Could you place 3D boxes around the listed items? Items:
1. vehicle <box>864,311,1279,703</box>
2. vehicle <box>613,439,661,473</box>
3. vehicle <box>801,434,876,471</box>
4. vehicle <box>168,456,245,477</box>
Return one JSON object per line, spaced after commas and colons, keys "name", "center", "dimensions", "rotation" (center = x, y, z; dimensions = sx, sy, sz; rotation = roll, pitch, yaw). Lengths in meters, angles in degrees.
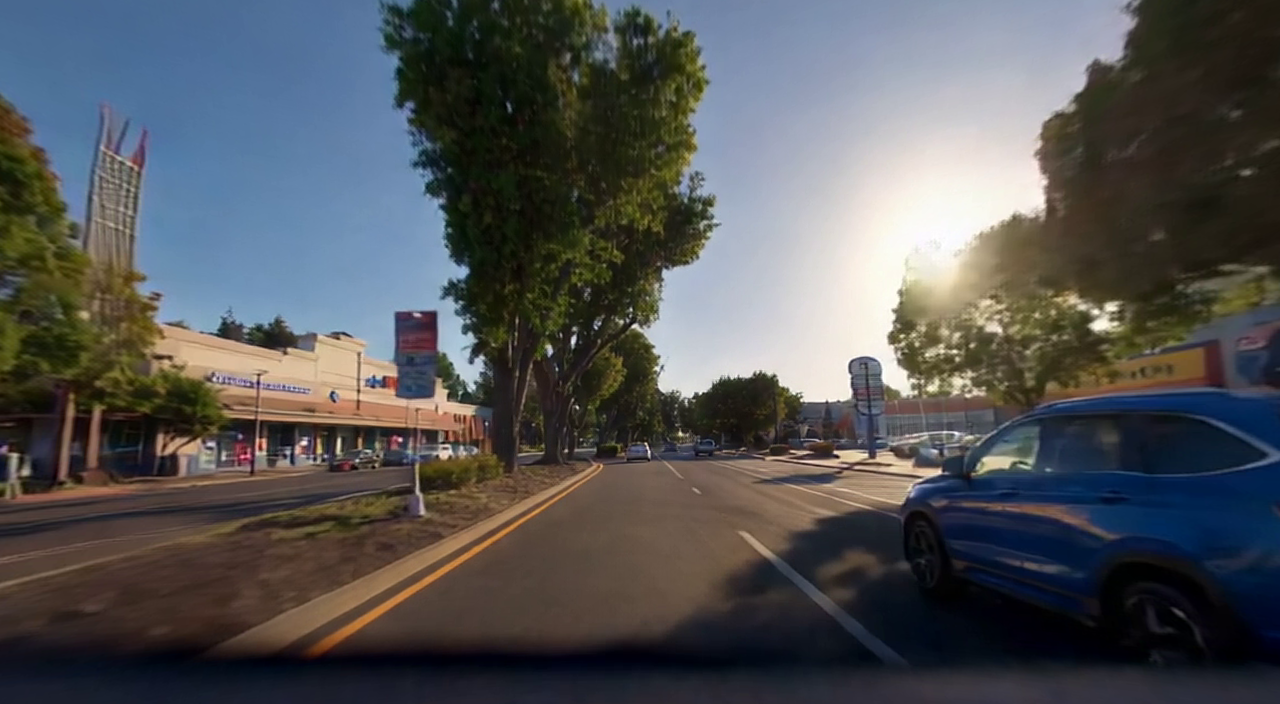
{"name": "vehicle", "center": [3.206, 0.937, 3.672], "dimensions": [2.110, 1.698, 4.397], "rotation": [0, -8, -1]}
{"name": "vehicle", "center": [-0.168, 4.898, 29.971], "dimensions": [2.126, 1.475, 3.967], "rotation": [0, -8, -1]}
{"name": "vehicle", "center": [10.066, 5.128, 32.466], "dimensions": [2.079, 1.716, 4.771], "rotation": [0, -8, -2]}
{"name": "vehicle", "center": [-33.230, 8.746, 48.485], "dimensions": [4.741, 1.442, 1.957], "rotation": [6, -10, -36]}
